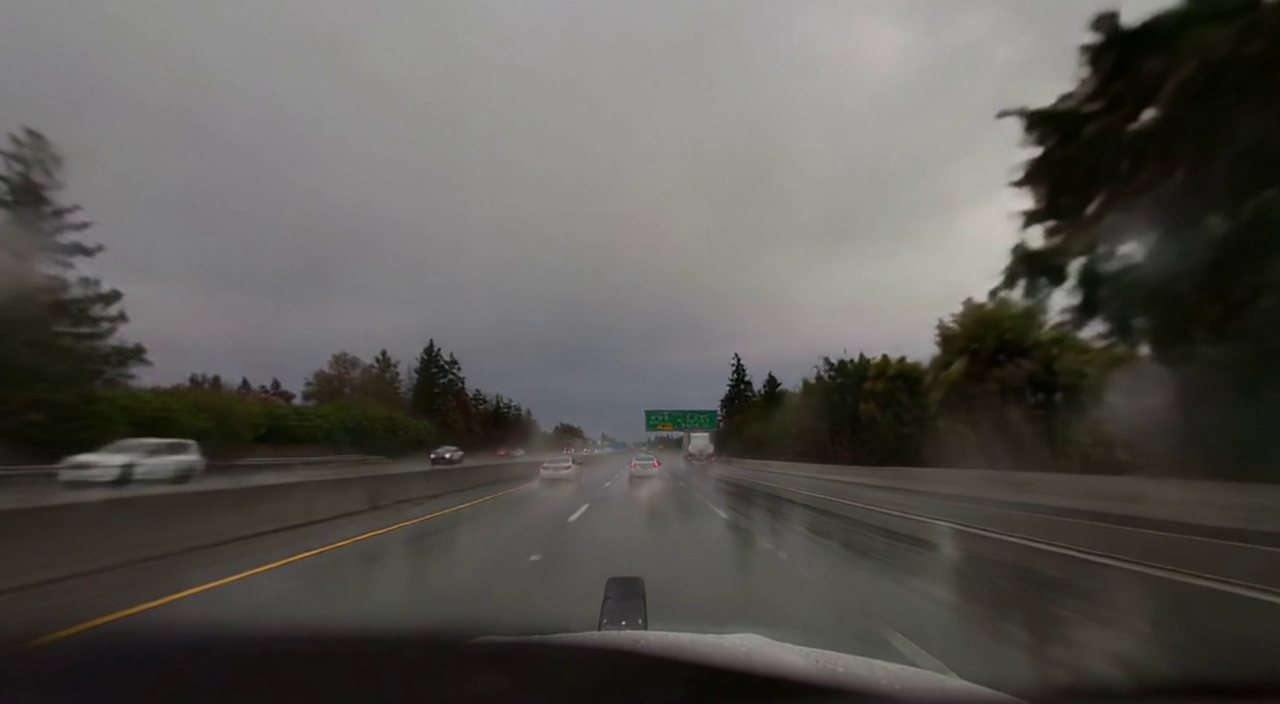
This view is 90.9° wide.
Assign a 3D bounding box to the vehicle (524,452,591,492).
[{"bbox_3d":[-3.274,4.821,25.732,2.105,1.467,4.099,0,-9,1],"label":"vehicle"}]

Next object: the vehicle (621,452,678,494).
[{"bbox_3d":[0.325,4.781,25.337,2.089,1.516,4.191,0,-9,0],"label":"vehicle"}]

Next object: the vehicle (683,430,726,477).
[{"bbox_3d":[4.617,7.174,44.363,2.650,2.978,6.937,-2,-10,8],"label":"vehicle"}]
